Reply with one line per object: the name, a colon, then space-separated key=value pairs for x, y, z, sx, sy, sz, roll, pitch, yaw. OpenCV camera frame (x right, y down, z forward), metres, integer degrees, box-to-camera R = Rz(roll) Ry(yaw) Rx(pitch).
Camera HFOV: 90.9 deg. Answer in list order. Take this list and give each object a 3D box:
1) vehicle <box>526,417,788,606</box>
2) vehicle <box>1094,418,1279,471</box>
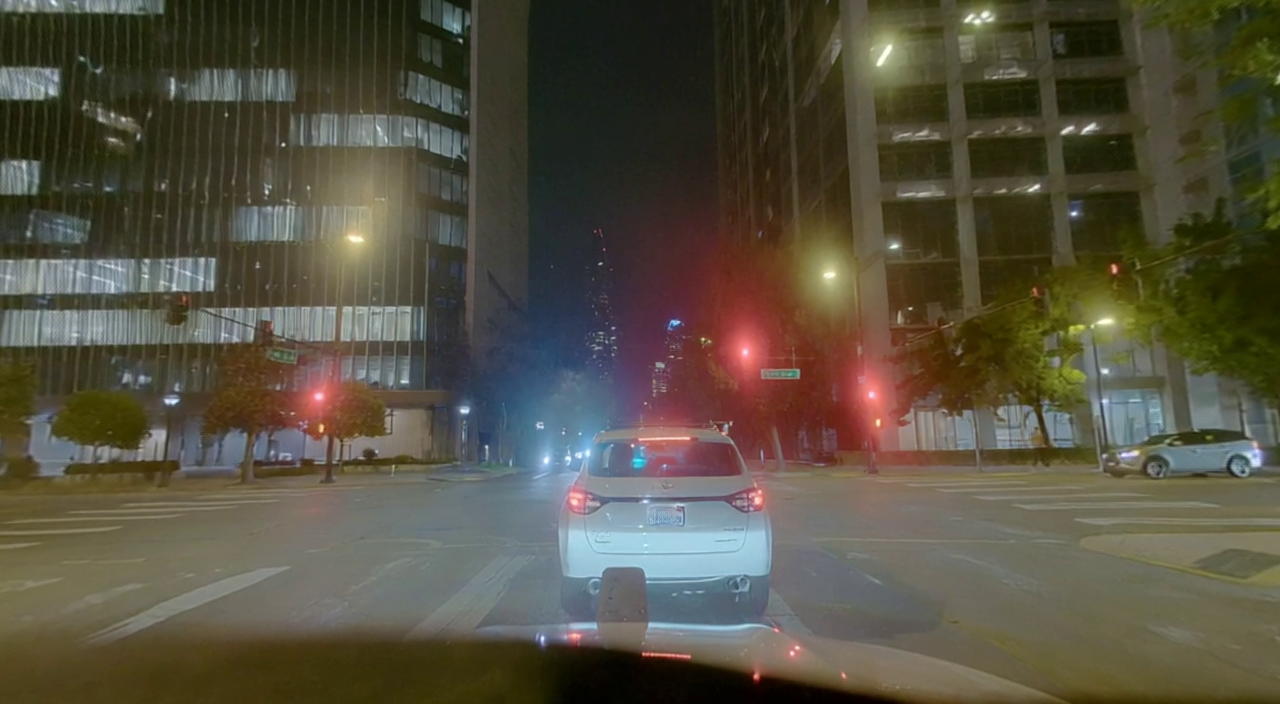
vehicle: x=-0.157 y=1.645 z=7.490 sx=1.893 sy=1.532 sz=4.145 roll=2 pitch=-9 yaw=-16
vehicle: x=19.126 y=3.261 z=22.220 sx=4.675 sy=1.772 sz=1.945 roll=0 pitch=-8 yaw=-1
